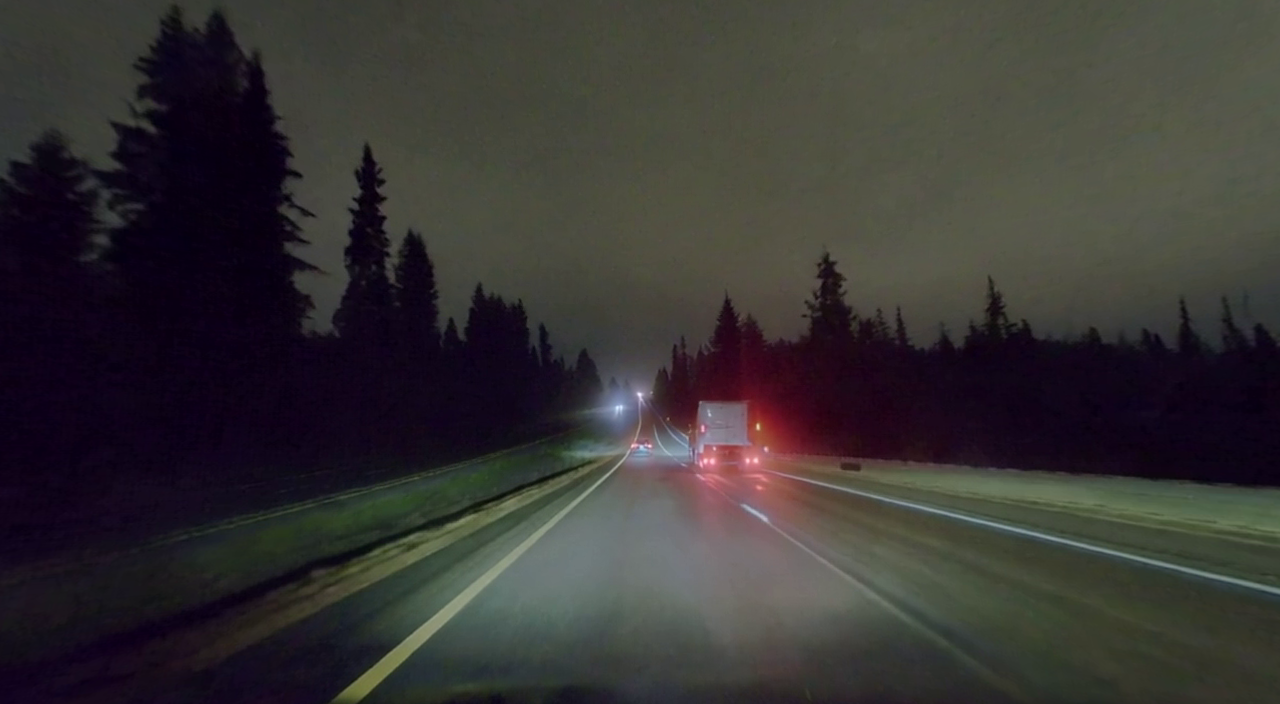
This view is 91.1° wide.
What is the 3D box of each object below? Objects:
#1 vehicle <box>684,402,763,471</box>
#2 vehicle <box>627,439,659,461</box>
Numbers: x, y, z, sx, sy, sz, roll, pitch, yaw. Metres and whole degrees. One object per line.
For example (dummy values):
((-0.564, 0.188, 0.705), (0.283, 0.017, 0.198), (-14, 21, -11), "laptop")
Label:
((4.211, 4.564, 33.480), (3.015, 3.211, 7.982), (0, -9, -1), "vehicle")
((0.214, 7.010, 44.991), (2.170, 1.544, 4.373), (0, -9, 0), "vehicle")
